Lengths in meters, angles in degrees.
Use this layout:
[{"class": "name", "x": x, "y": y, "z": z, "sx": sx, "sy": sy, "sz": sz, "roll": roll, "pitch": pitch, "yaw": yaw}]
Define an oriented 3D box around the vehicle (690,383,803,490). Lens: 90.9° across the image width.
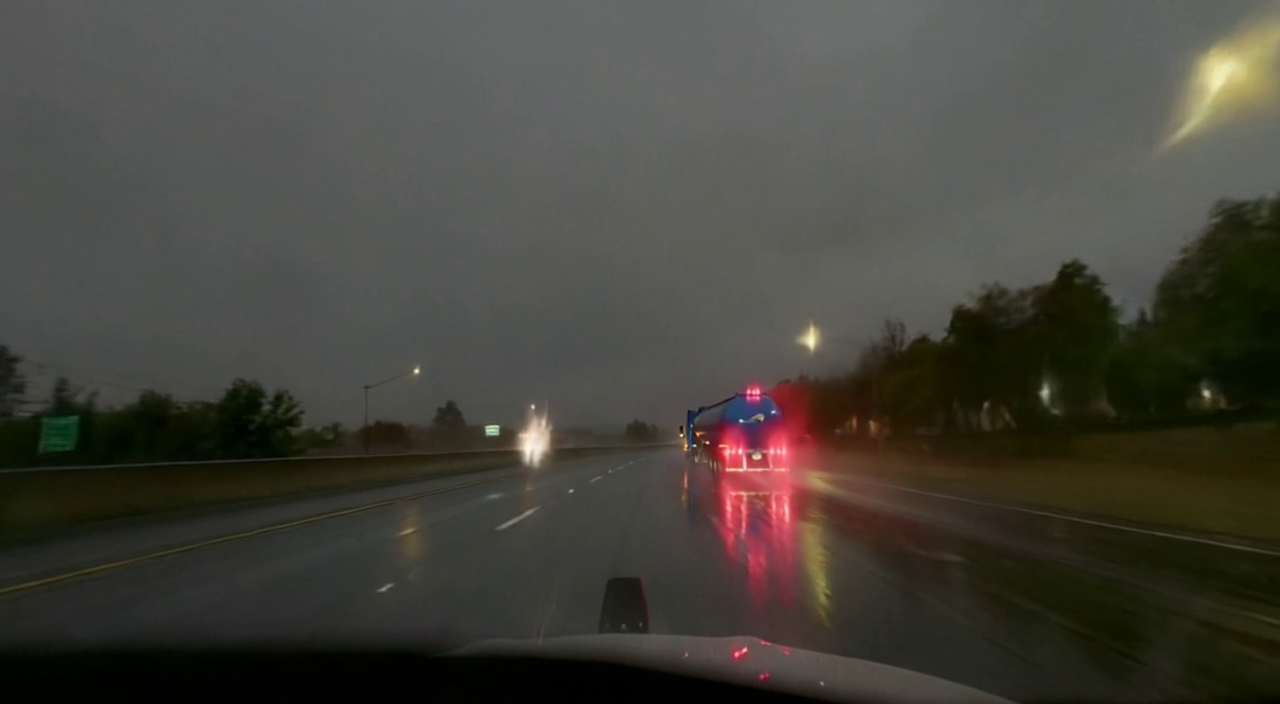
[{"class": "vehicle", "x": 4.151, "y": 3.914, "z": 28.591, "sx": 2.880, "sy": 3.624, "sz": 14.397, "roll": 0, "pitch": -9, "yaw": 1}]
